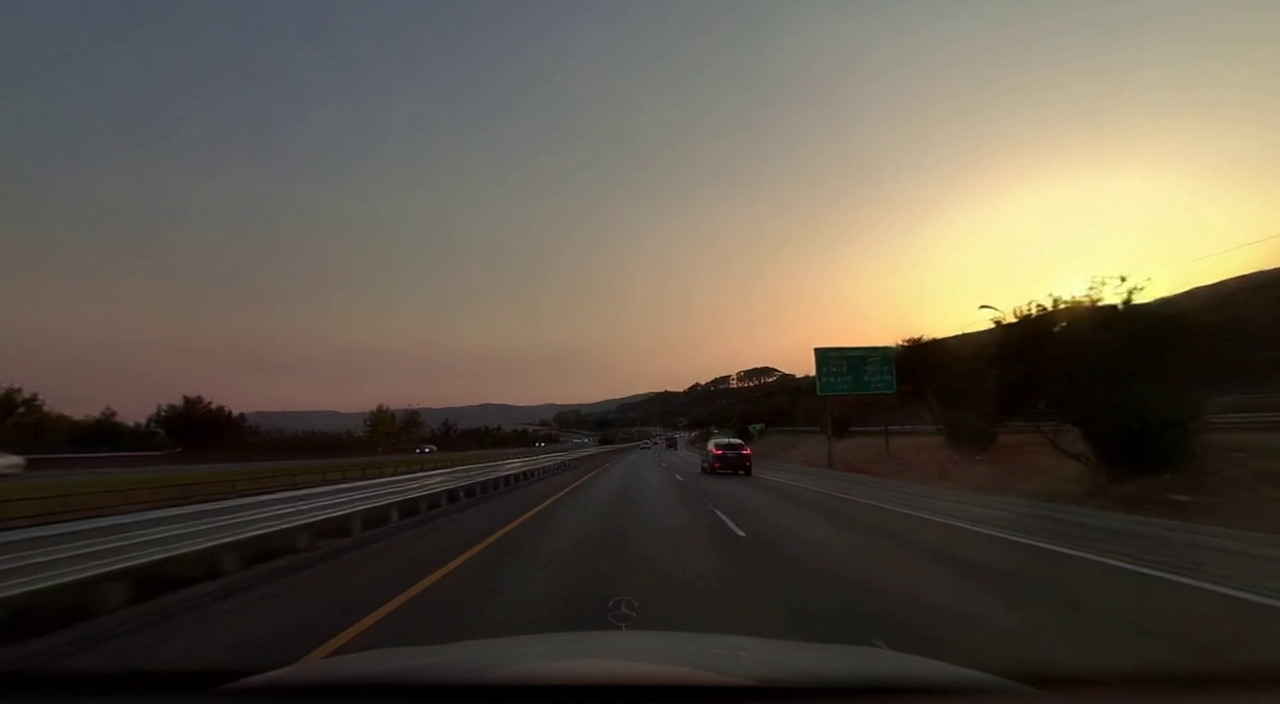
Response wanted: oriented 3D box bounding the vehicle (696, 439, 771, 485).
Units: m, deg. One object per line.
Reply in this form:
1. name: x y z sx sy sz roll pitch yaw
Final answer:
1. vehicle: 3.343 4.037 23.372 2.044 1.527 4.658 0 -8 -1
